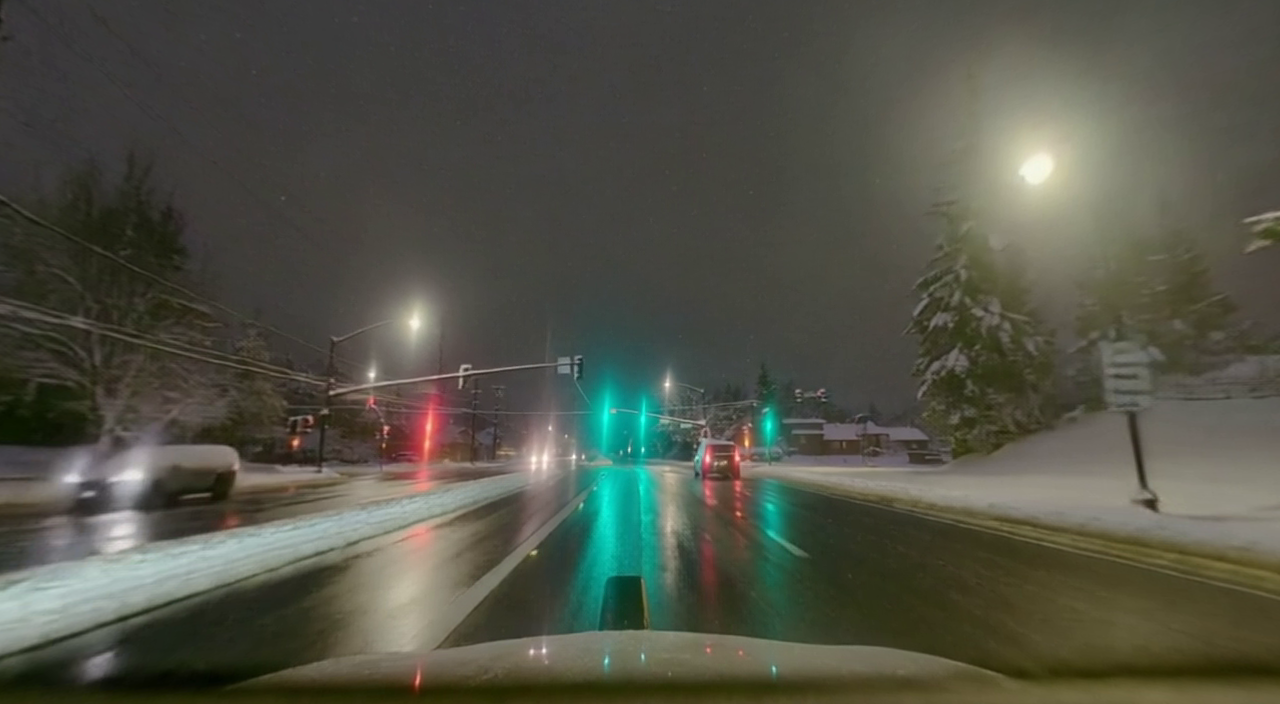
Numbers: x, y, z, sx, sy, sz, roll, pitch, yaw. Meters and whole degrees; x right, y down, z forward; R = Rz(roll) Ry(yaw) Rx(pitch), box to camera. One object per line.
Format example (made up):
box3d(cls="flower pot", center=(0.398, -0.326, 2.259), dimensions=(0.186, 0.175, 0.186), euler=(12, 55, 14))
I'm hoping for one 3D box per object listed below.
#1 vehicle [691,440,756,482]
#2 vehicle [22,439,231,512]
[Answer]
box3d(cls="vehicle", center=(3.730, 4.963, 29.023), dimensions=(2.240, 1.781, 4.433), euler=(0, -9, -2))
box3d(cls="vehicle", center=(-13.384, 3.201, 16.881), dimensions=(1.925, 1.670, 4.371), euler=(0, -9, -1))
